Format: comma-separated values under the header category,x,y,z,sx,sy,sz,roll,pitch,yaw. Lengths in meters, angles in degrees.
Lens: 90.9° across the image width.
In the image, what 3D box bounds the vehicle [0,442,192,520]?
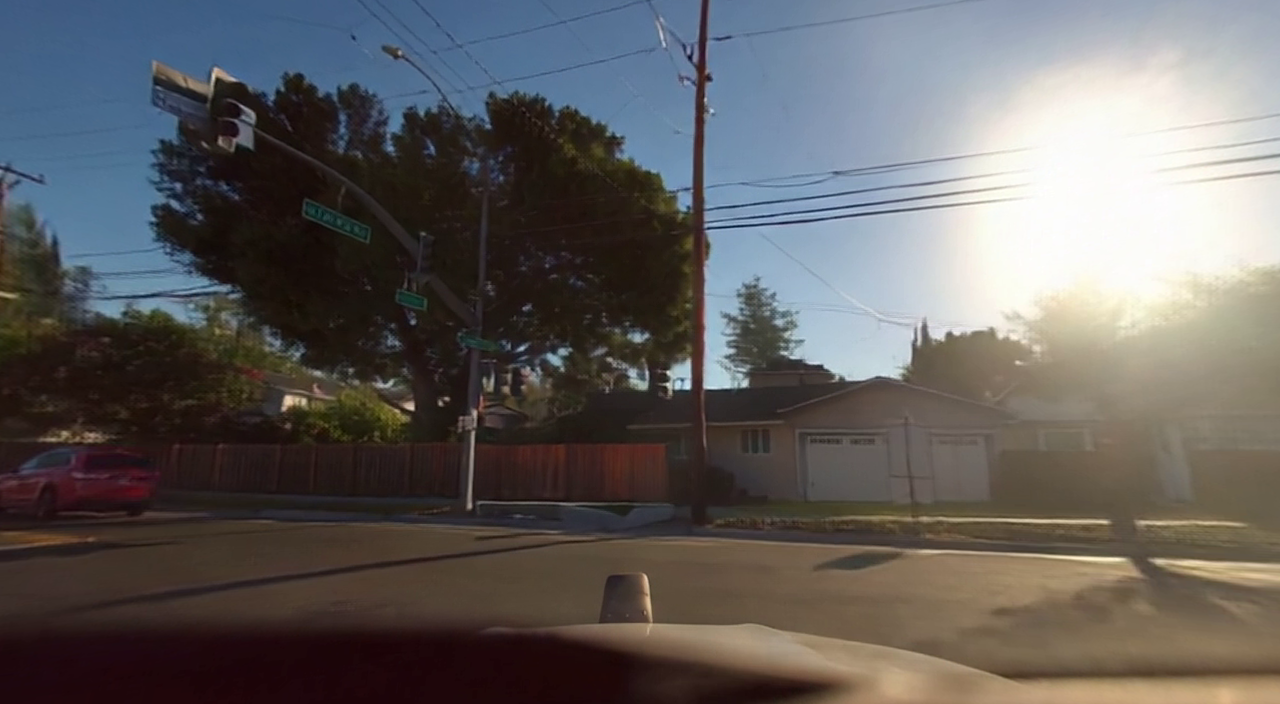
category,x,y,z,sx,sy,sz,roll,pitch,yaw
vehicle,-12.610,2.786,14.165,4.512,1.506,2.078,-4,-9,25
